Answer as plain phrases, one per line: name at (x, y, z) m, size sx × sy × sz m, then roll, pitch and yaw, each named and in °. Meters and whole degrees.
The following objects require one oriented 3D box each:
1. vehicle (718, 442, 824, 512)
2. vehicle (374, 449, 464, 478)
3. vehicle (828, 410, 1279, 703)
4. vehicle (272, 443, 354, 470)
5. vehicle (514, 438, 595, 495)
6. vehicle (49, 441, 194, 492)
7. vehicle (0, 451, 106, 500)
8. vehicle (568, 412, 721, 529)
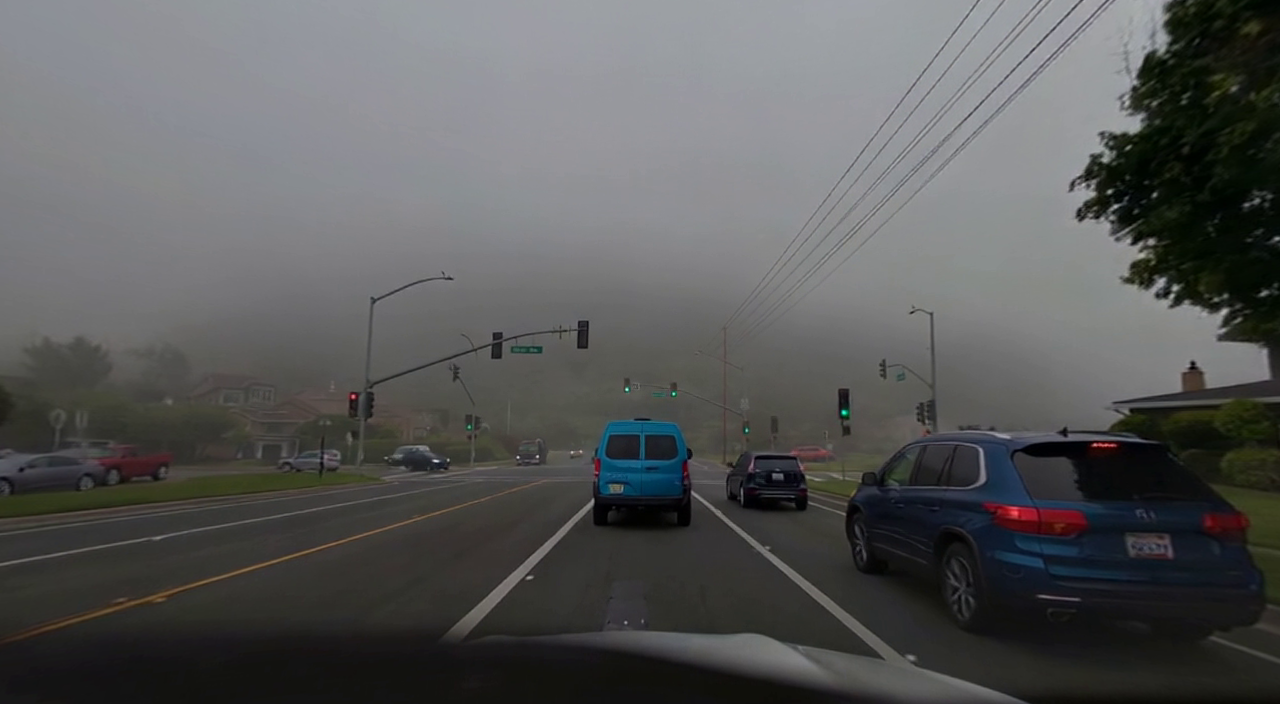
vehicle at (3.390, 3.298, 17.227) m, size 1.957 × 1.646 × 4.355 m, roll 0°, pitch -8°, yaw 0°
vehicle at (-12.559, 6.286, 35.871) m, size 4.644 × 1.533 × 2.005 m, roll -4°, pitch -9°, yaw 24°
vehicle at (3.523, 1.497, 5.774) m, size 2.155 × 1.658 × 4.721 m, roll 0°, pitch -8°, yaw 0°
vehicle at (-22.030, 7.041, 42.535) m, size 4.428 × 1.738 × 1.886 m, roll 0°, pitch -8°, yaw 1°
vehicle at (-2.809, 3.906, 21.859) m, size 2.059 × 1.749 × 4.458 m, roll 0°, pitch -8°, yaw 2°
vehicle at (-20.422, 4.496, 25.171) m, size 1.996 × 1.809 × 4.699 m, roll 1°, pitch -8°, yaw -5°
vehicle at (-20.081, 3.901, 20.131) m, size 1.830 × 1.436 × 4.771 m, roll 0°, pitch -8°, yaw 1°
vehicle at (0.081, 2.433, 13.554) m, size 2.636 × 2.011 × 5.130 m, roll 0°, pitch -8°, yaw 0°
